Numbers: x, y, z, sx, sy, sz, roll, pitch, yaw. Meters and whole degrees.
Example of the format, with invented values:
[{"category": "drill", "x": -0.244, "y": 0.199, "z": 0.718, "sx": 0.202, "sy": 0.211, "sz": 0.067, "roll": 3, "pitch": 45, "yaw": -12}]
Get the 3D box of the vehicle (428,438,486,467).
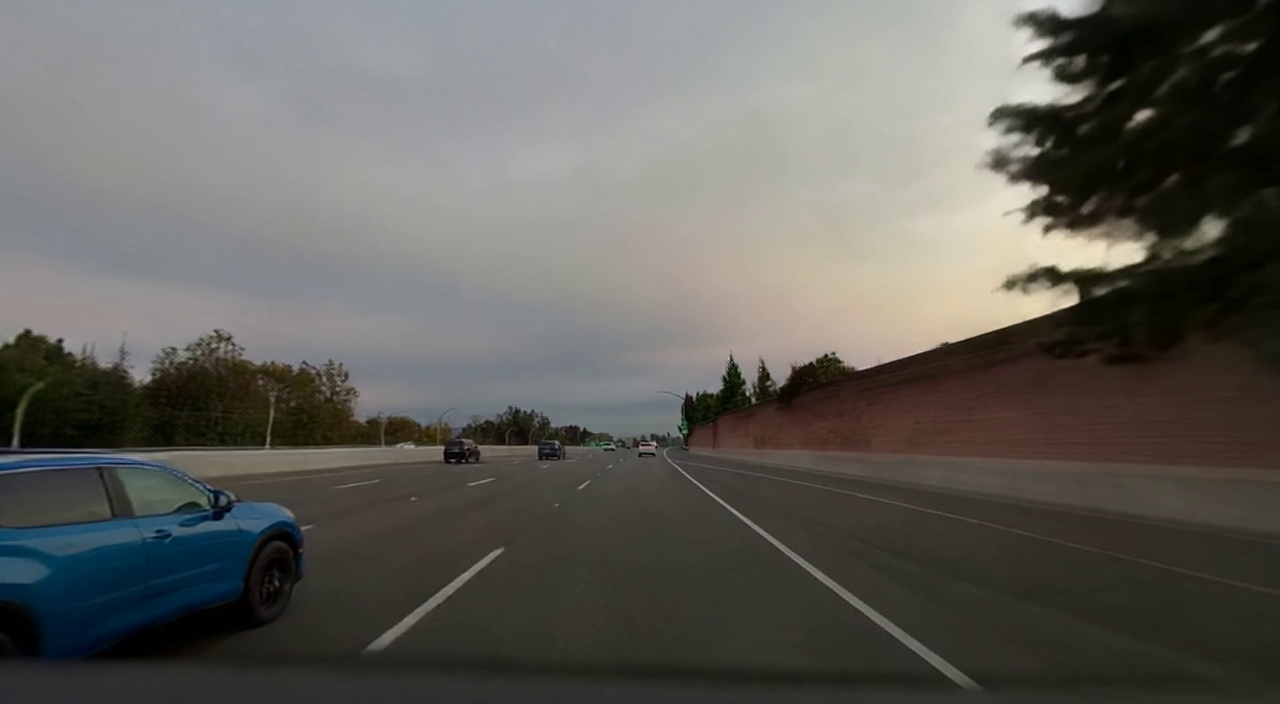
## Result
[{"category": "vehicle", "x": -10.939, "y": 6.016, "z": 38.024, "sx": 2.025, "sy": 1.618, "sz": 4.683, "roll": 0, "pitch": -8, "yaw": 1}]
